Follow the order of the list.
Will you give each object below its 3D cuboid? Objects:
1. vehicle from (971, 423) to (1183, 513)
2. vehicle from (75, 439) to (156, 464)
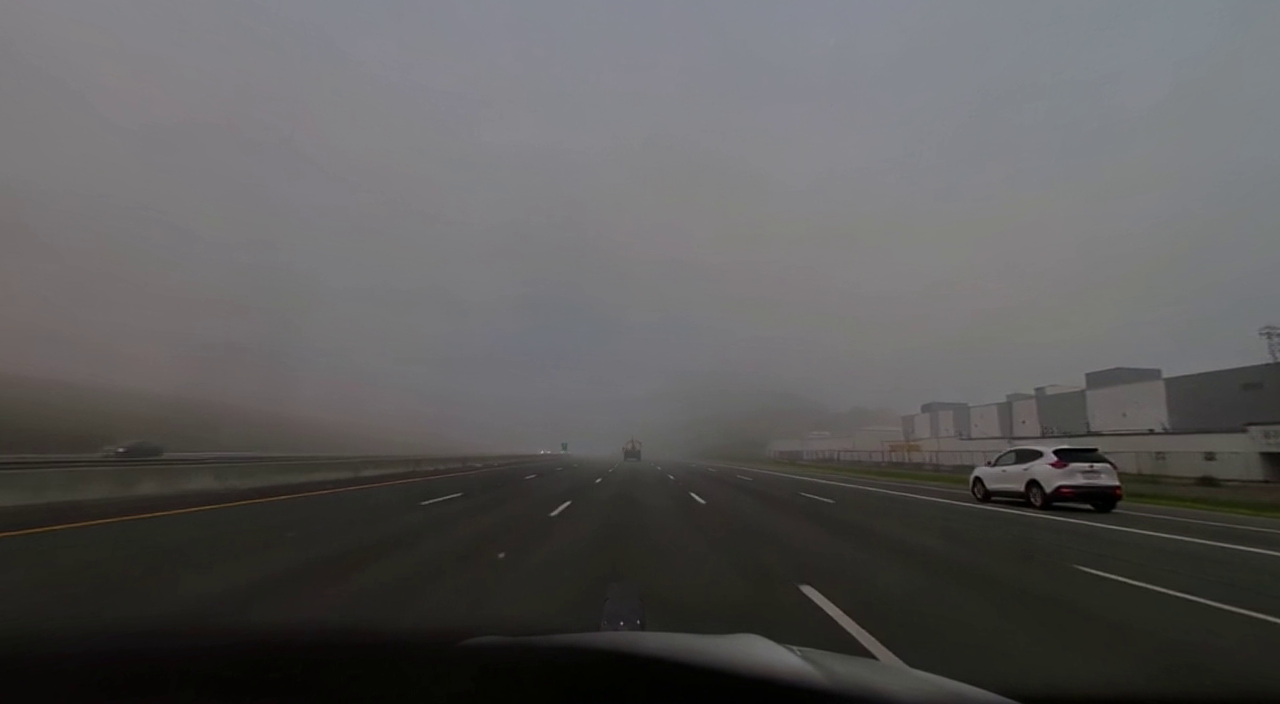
[{"bbox_3d":[12.888,3.445,19.261,2.411,2.326,5.300,0,-9,-2],"label":"vehicle"},{"bbox_3d":[-37.264,7.089,44.956,2.001,1.644,4.350,0,-9,0],"label":"vehicle"}]
